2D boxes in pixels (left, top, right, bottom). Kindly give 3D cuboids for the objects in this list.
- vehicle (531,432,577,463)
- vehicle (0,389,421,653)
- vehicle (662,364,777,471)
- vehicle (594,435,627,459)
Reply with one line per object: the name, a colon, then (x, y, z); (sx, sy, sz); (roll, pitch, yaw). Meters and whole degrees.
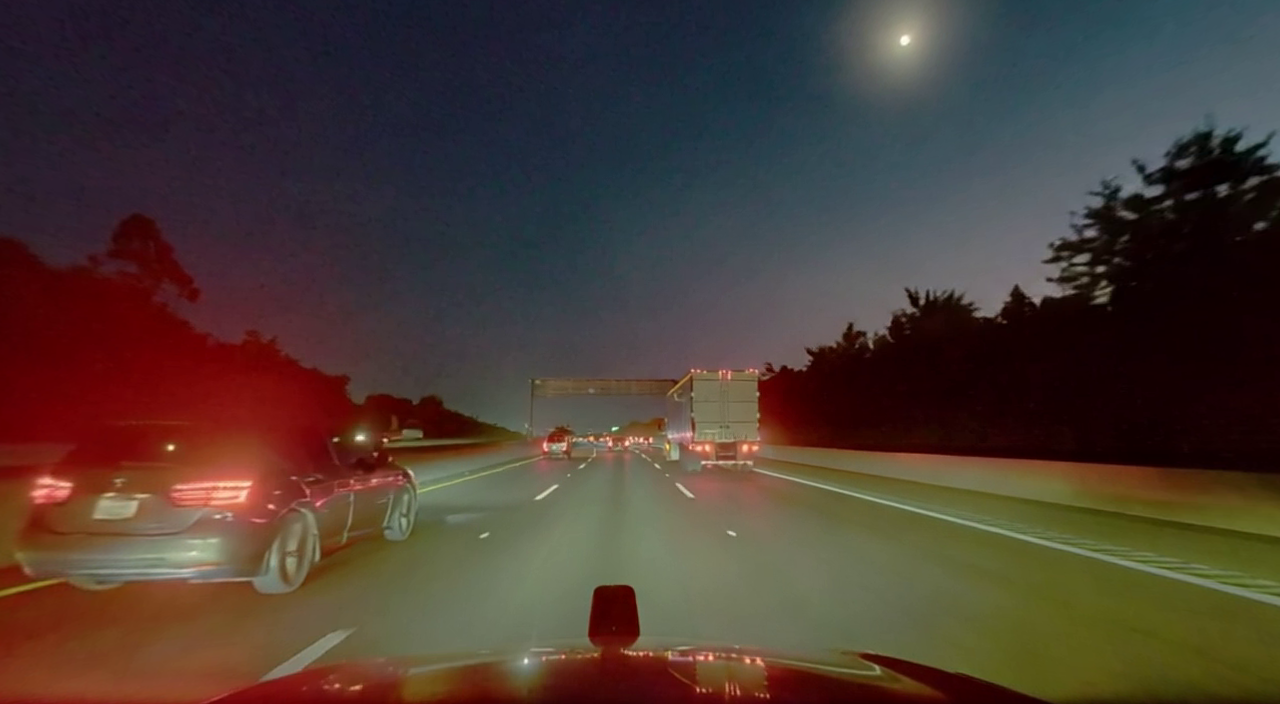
vehicle: (-5.226, 5.861, 38.834); (2.377, 1.747, 4.703); (0, -8, -3)
vehicle: (-4.042, 1.382, 6.245); (2.213, 1.650, 4.403); (0, -8, -1)
vehicle: (3.249, 3.450, 30.796); (3.301, 4.034, 13.722); (0, -8, -2)
vehicle: (-2.012, 6.401, 42.473); (2.125, 1.542, 3.816); (0, -8, -4)
